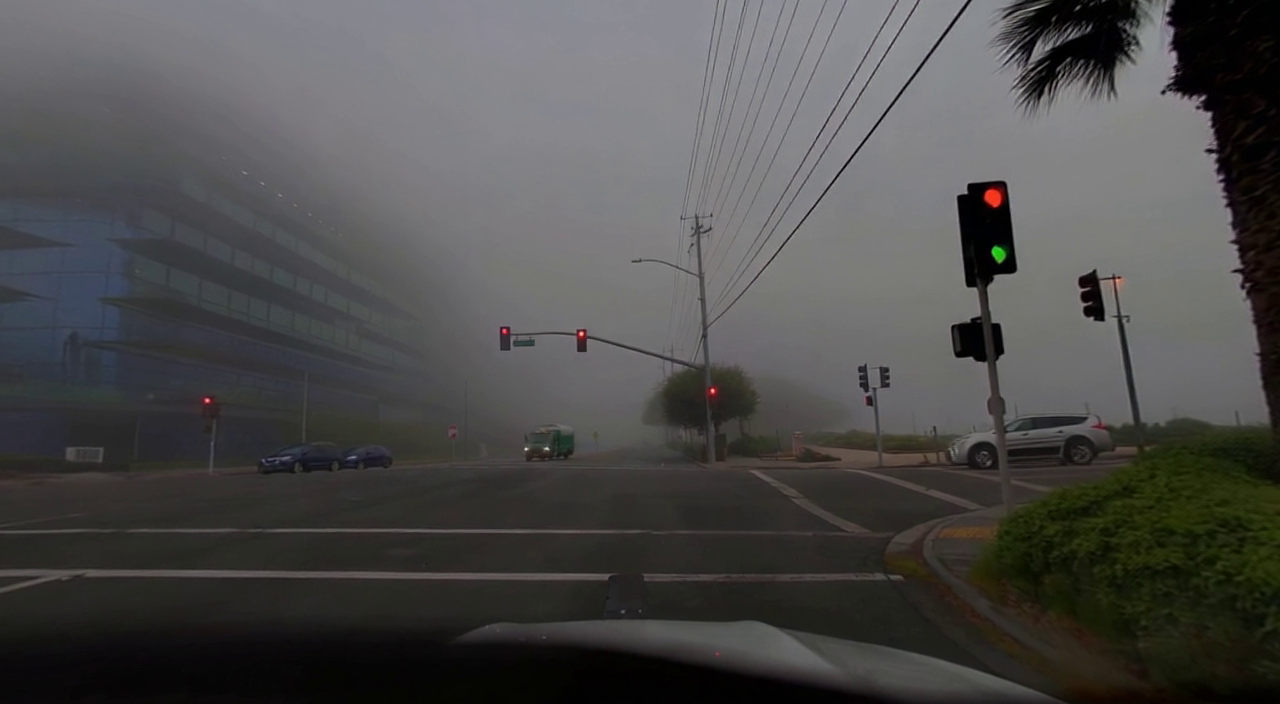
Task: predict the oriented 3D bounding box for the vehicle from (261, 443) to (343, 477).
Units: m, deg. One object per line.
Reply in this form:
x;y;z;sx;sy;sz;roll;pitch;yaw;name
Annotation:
-19.059;6.087;35.782;2.017;1.739;4.569;0;-9;2;vehicle

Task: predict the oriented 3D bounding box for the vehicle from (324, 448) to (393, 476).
-15.335;5.988;34.490;1.875;1.389;3.784;0;-9;3;vehicle
